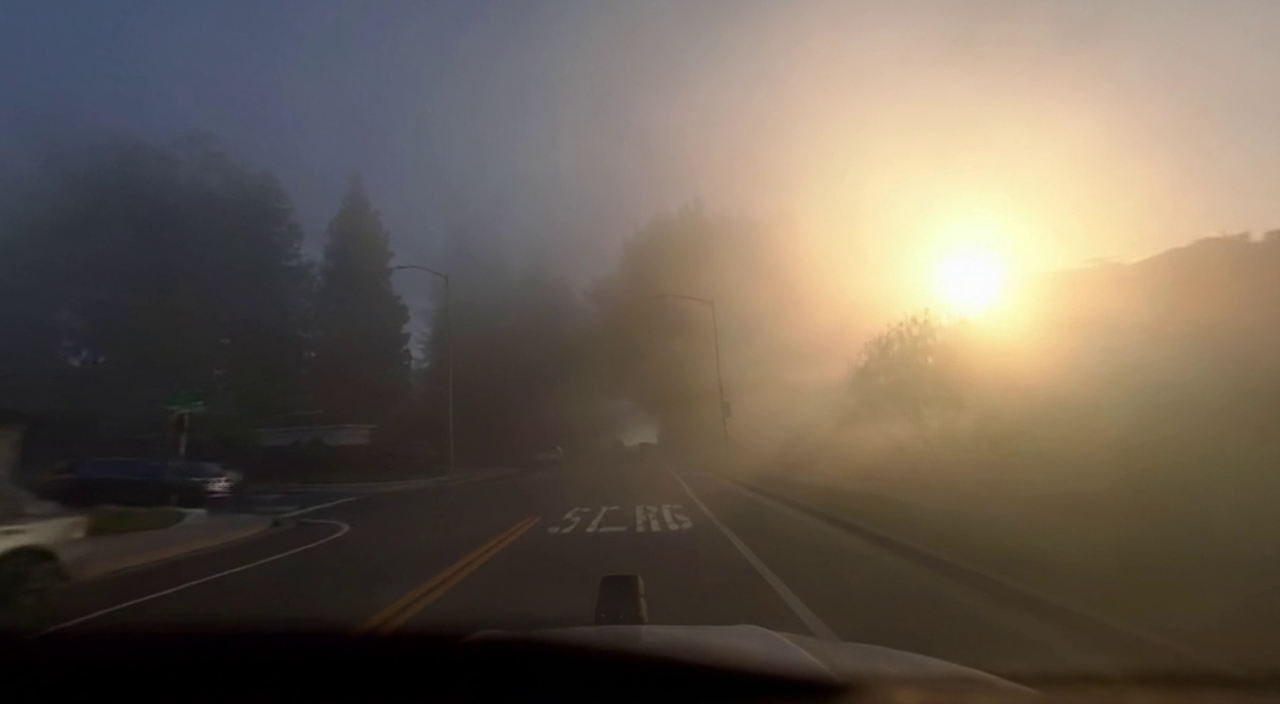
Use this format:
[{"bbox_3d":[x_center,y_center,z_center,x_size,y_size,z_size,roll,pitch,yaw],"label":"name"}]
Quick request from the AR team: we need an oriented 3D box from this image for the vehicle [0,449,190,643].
[{"bbox_3d":[-6.835,1.704,5.250,1.984,1.732,5.628,-1,-9,1],"label":"vehicle"}]

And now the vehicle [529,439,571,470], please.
[{"bbox_3d":[-6.408,7.383,45.488,2.176,1.885,5.174,-5,-9,0],"label":"vehicle"}]
